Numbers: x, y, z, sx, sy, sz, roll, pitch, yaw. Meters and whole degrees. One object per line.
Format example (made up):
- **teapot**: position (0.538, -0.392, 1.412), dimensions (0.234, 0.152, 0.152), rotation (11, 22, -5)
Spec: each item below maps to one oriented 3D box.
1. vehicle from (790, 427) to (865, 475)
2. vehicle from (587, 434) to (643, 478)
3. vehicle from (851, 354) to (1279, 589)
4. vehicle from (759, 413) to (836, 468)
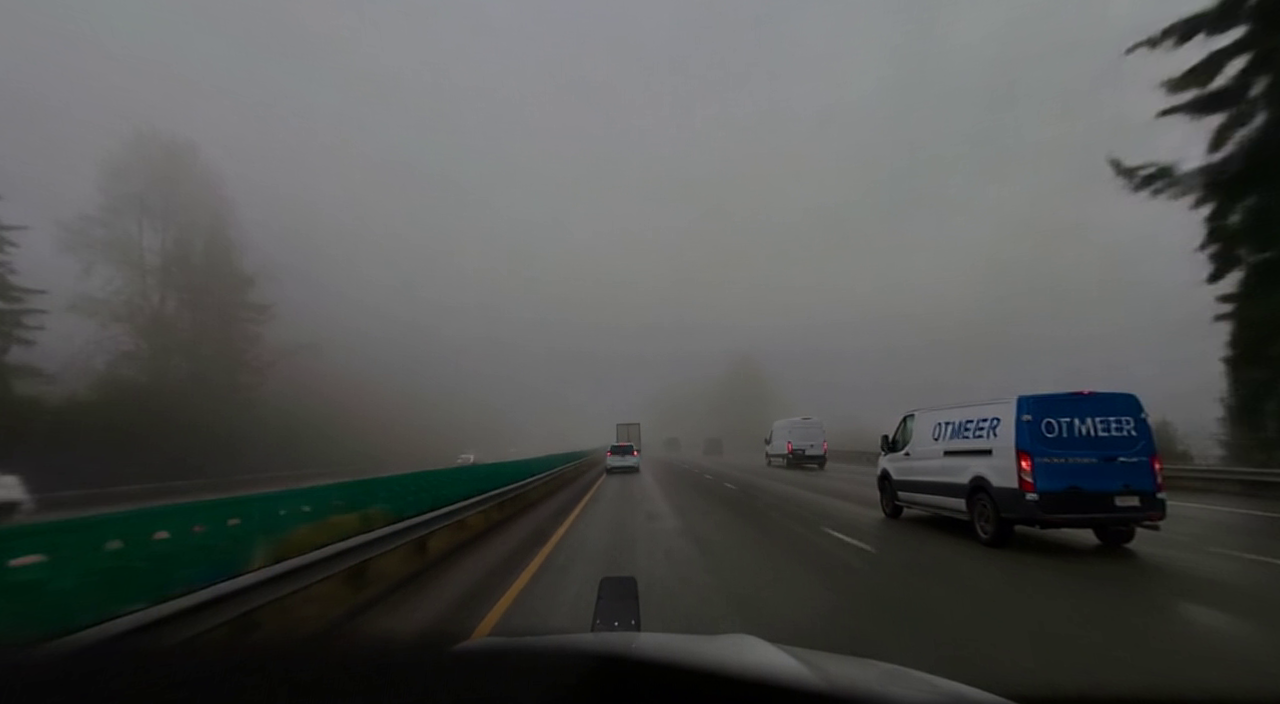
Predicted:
- **vehicle**: position (8.270, 4.380, 28.073), dimensions (2.255, 1.960, 3.229), rotation (0, -8, -1)
- **vehicle**: position (-0.983, 4.158, 25.465), dimensions (2.100, 1.636, 3.620), rotation (0, -8, -2)
- **vehicle**: position (4.794, 1.376, 8.034), dimensions (2.223, 2.008, 5.121), rotation (0, -8, -2)
- **vehicle**: position (8.112, 4.642, 33.081), dimensions (2.385, 2.635, 5.633), rotation (0, -8, -2)
